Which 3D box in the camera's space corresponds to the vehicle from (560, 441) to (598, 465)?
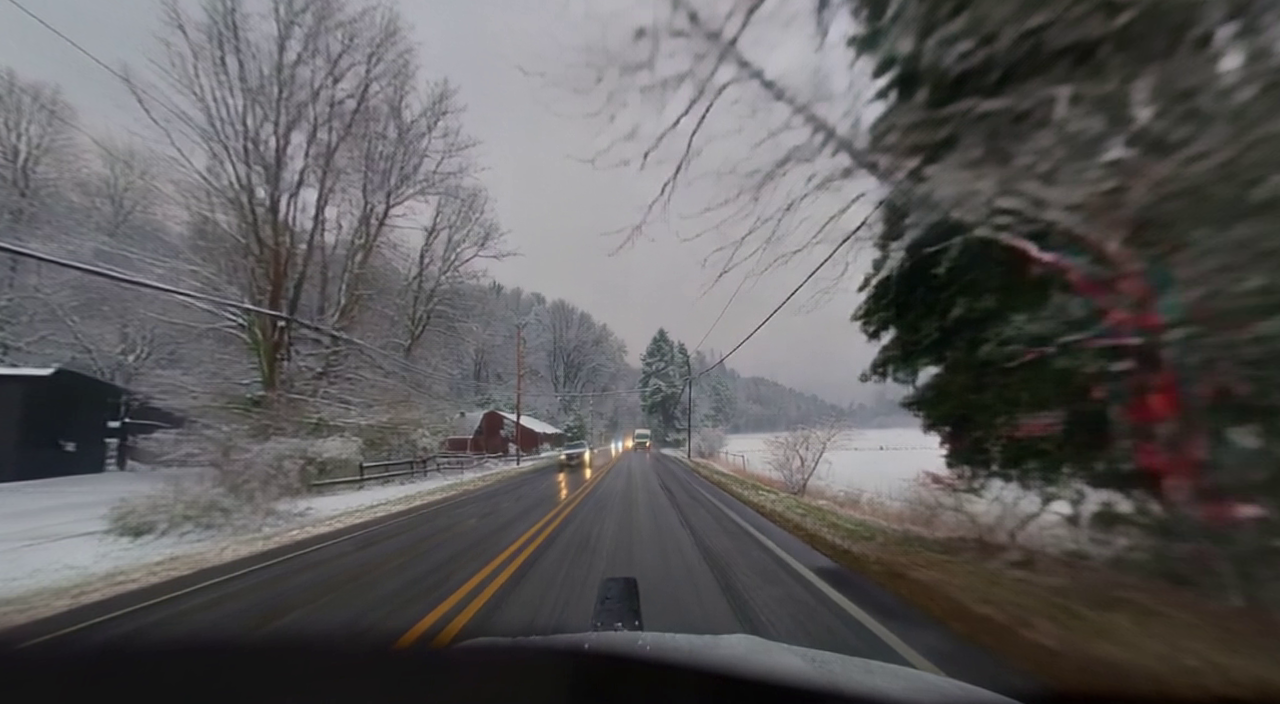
[{"bbox_3d":[-3.951,6.637,41.607,2.021,1.491,4.519,0,-8,0],"label":"vehicle"}]
